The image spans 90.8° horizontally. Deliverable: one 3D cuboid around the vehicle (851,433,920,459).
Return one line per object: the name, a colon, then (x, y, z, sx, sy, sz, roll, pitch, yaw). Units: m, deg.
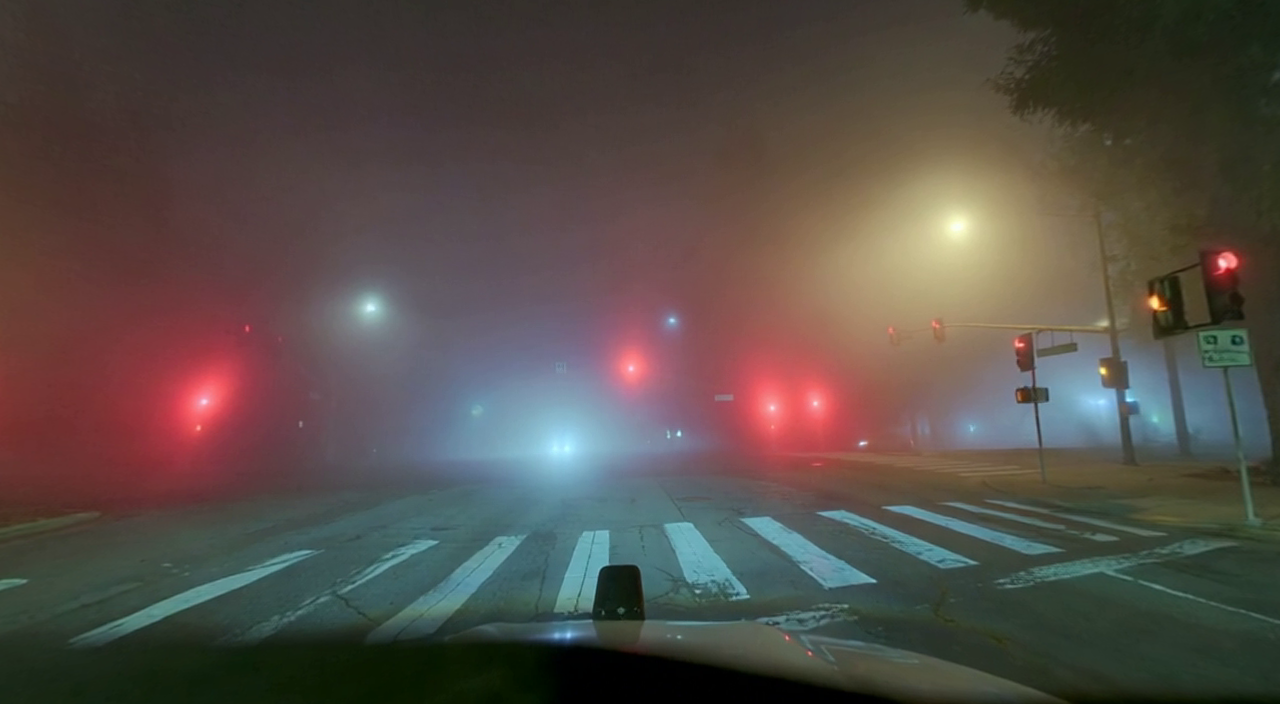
vehicle: (17.612, 6.735, 45.267, 4.600, 1.783, 1.970, 4, -10, -26)
